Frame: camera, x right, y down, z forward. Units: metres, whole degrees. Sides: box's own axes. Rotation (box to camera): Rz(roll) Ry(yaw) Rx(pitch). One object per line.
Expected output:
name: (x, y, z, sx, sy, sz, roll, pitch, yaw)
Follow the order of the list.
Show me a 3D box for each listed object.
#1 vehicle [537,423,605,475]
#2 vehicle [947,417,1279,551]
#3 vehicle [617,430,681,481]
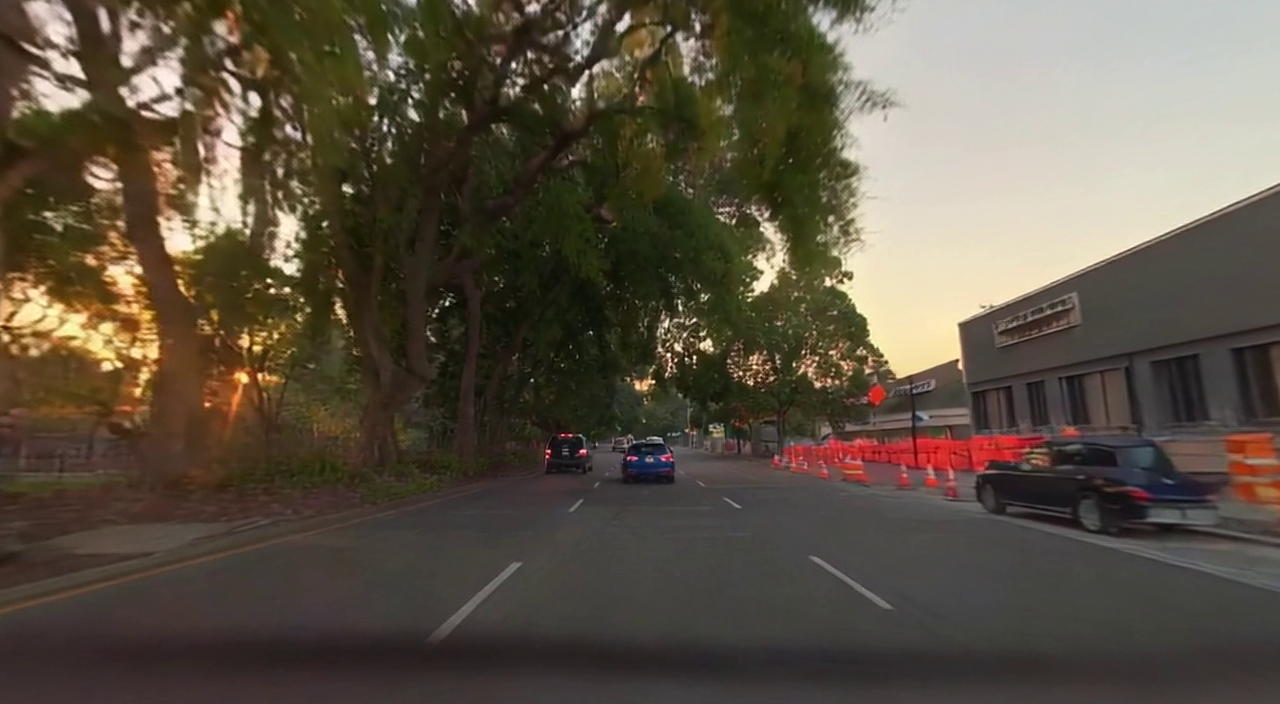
vehicle: (-2.926, 4.292, 28.174, 2.357, 2.063, 5.488, 0, -8, 1)
vehicle: (6.914, 1.880, 9.699, 2.076, 1.535, 4.460, 0, -9, -1)
vehicle: (0.306, 3.850, 23.806, 2.168, 1.725, 4.192, 0, -8, 0)
